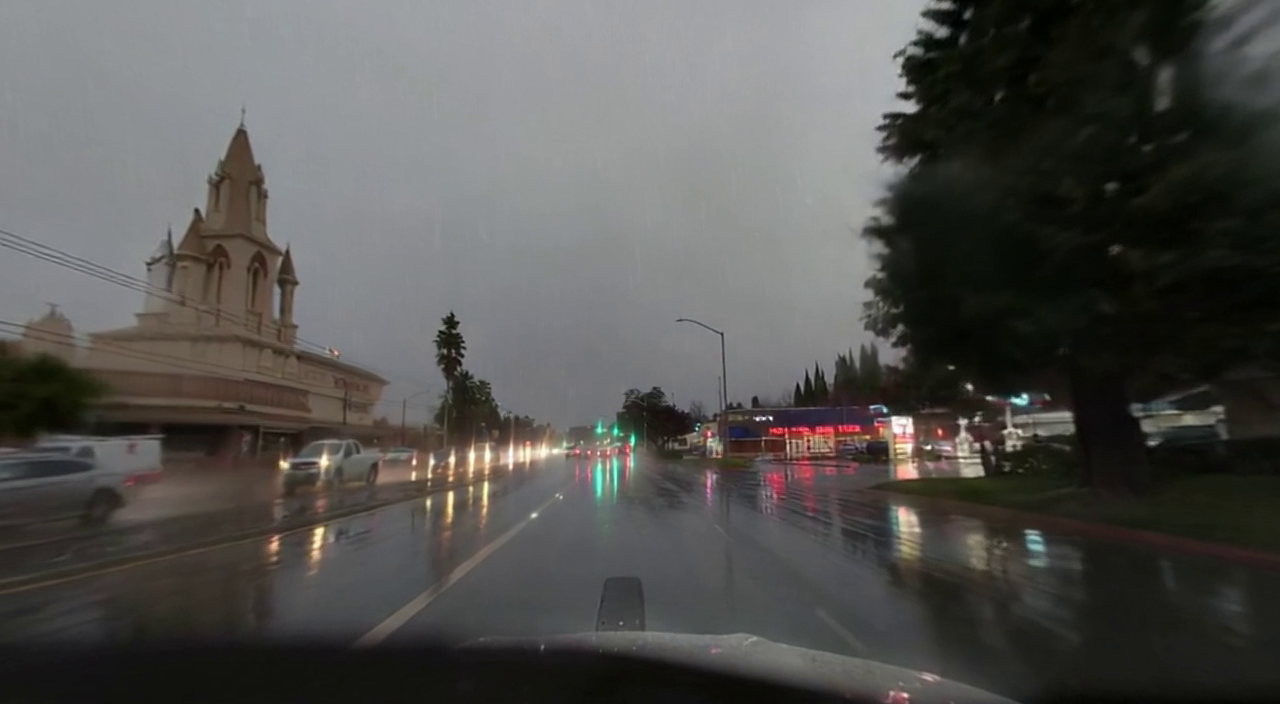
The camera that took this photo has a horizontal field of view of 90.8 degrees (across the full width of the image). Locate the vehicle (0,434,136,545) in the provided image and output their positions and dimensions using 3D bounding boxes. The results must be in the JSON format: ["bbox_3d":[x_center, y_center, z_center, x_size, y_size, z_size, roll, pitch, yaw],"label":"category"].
[{"bbox_3d":[-11.022,2.177,10.048,2.134,1.705,4.710,0,-8,-1],"label":"vehicle"}]

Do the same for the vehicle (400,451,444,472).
[{"bbox_3d":[-16.802,8.433,48.900,2.045,1.519,4.401,0,-9,-4],"label":"vehicle"}]

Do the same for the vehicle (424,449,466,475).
[{"bbox_3d":[-12.336,6.947,40.142,1.771,1.508,3.453,0,-8,-3],"label":"vehicle"}]

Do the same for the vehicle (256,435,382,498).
[{"bbox_3d":[-11.537,4.116,23.198,2.206,1.922,4.968,-2,-8,-2],"label":"vehicle"}]
